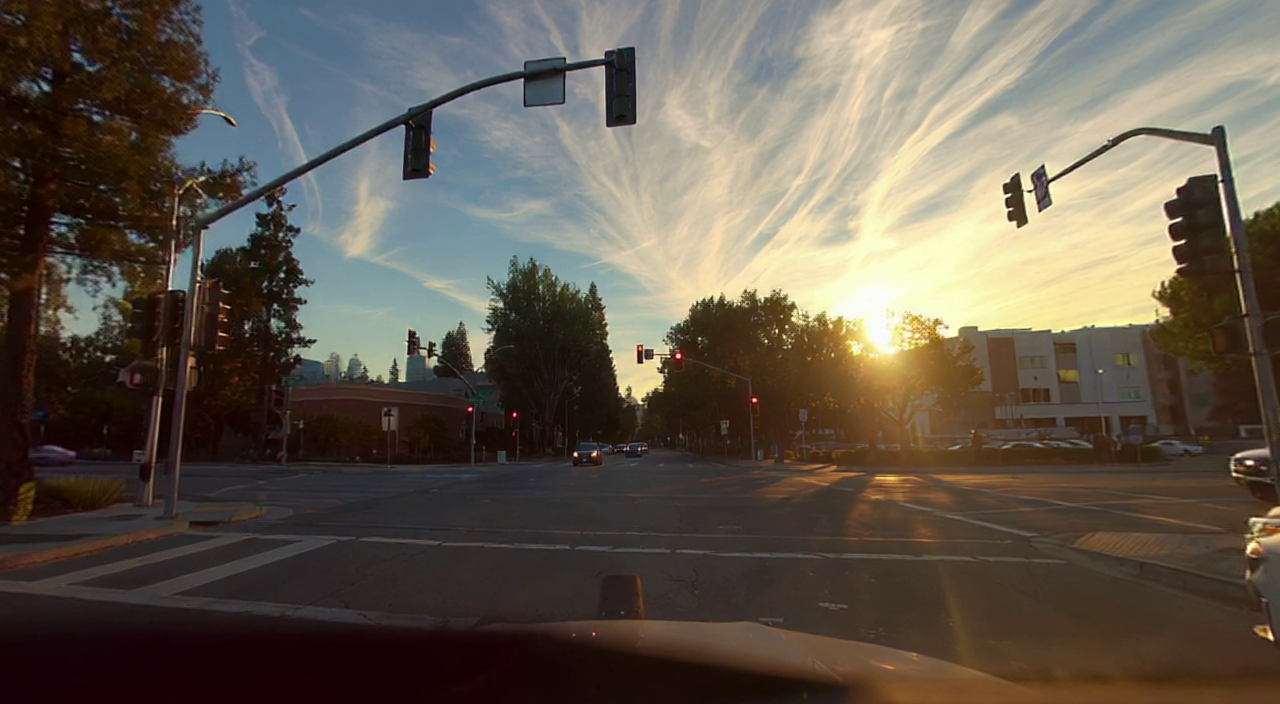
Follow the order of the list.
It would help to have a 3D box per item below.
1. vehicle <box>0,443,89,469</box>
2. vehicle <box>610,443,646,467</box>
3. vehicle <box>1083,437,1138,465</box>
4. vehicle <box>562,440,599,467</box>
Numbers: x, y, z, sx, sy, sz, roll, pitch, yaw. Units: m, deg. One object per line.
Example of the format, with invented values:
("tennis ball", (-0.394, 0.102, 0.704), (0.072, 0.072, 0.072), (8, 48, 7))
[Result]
("vehicle", (-35.655, 6.180, 37.562), (4.588, 1.484, 2.000), (-3, -9, 15))
("vehicle", (-0.862, 6.842, 42.057), (2.056, 1.492, 3.937), (1, -9, -6))
("vehicle", (26.967, 5.654, 36.146), (2.092, 1.474, 4.046), (-8, -11, 40))
("vehicle", (-4.106, 7.103, 44.257), (2.251, 1.756, 4.610), (0, -9, -1))
